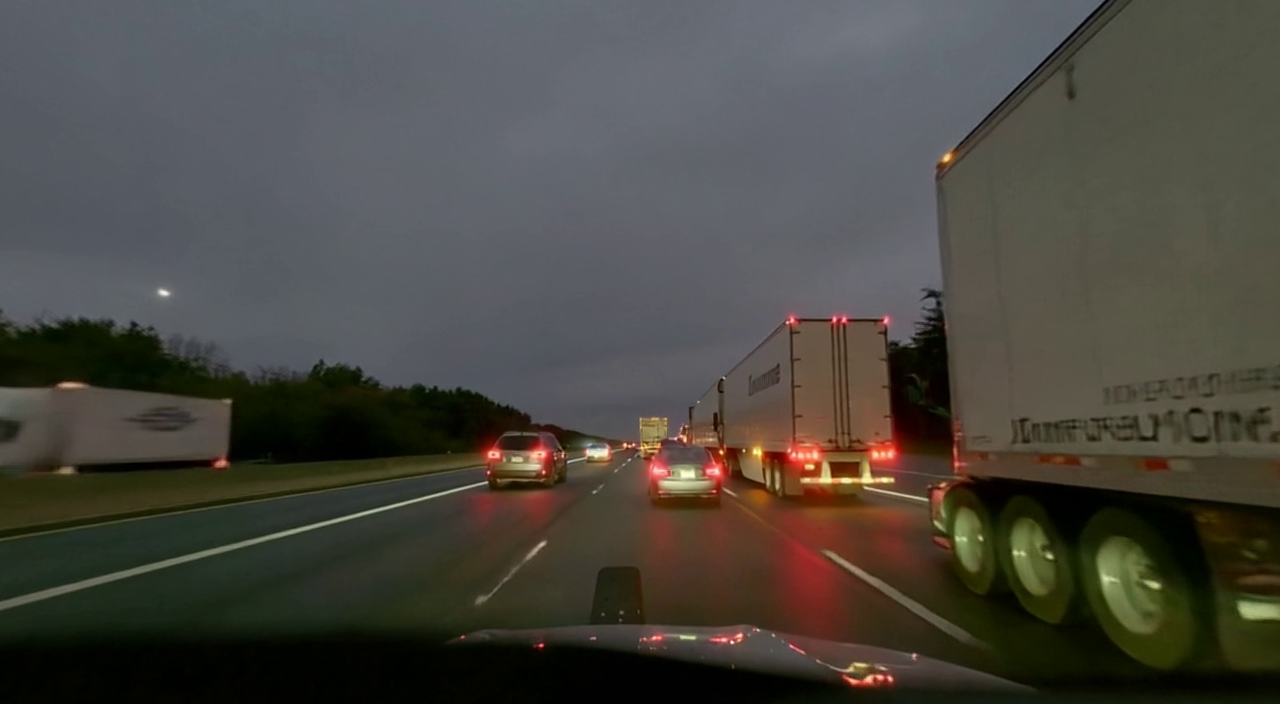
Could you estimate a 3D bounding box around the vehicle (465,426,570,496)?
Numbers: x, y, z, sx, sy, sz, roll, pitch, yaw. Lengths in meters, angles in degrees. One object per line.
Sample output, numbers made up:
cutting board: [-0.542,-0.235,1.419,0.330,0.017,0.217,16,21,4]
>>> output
vehicle: [-3.313,3.032,18.043,2.006,1.729,4.447,0,-8,2]

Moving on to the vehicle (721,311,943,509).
vehicle: [4.837,2.123,20.161,2.883,4.070,14.423,0,-8,1]

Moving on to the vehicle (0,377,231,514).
vehicle: [-14.753,2.447,16.929,2.621,2.896,7.092,0,-8,1]

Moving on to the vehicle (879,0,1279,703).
vehicle: [4.515,0.010,4.793,2.981,3.988,6.053,0,-8,1]

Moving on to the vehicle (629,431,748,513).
vehicle: [0.894,2.526,13.854,2.200,1.495,4.282,0,-8,0]

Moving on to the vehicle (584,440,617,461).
vehicle: [-3.057,7.699,49.645,2.181,1.538,4.169,0,-8,2]
